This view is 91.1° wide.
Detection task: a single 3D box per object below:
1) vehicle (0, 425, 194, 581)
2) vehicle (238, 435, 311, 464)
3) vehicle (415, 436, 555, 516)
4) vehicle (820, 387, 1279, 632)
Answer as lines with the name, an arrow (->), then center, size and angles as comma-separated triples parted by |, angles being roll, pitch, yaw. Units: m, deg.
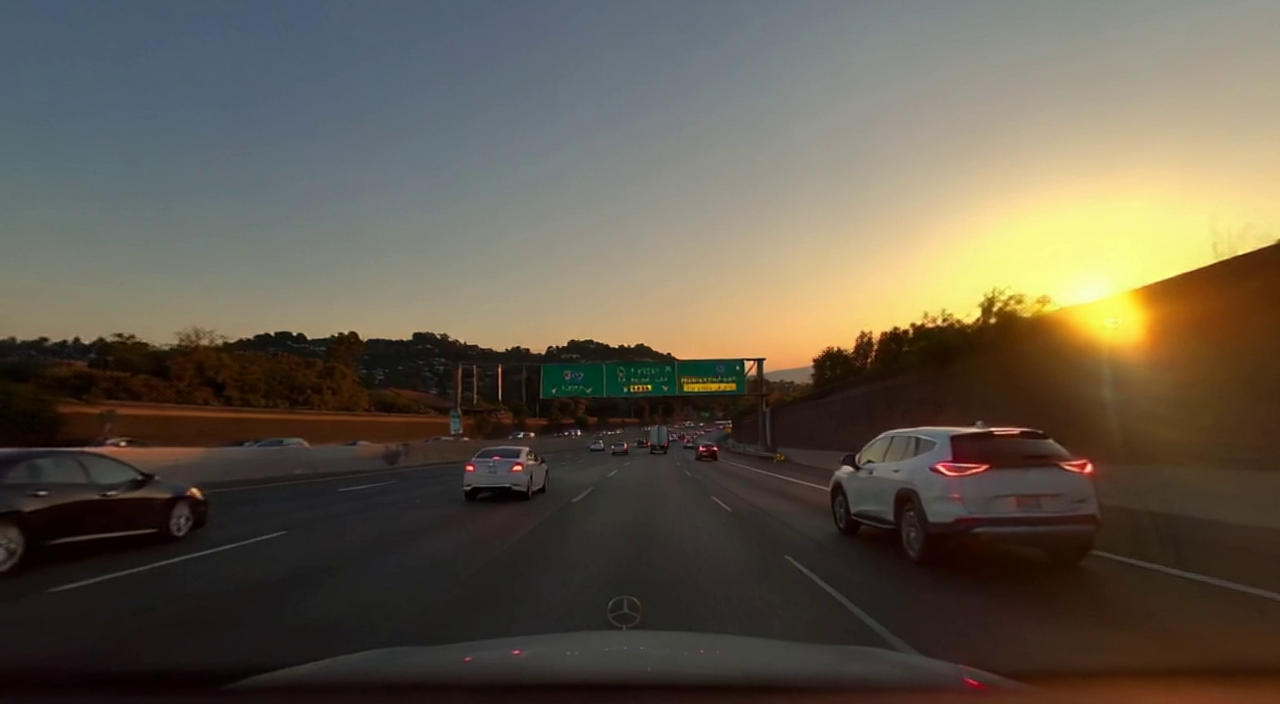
vehicle -> -7.098, 1.511, 6.455 | 1.909, 1.482, 4.140 | 0, -8, 1
vehicle -> -20.453, 5.480, 35.298 | 1.718, 1.525, 3.736 | -1, -8, 3
vehicle -> -3.207, 2.639, 13.928 | 1.947, 1.479, 4.114 | 0, -8, 2
vehicle -> 3.704, 1.446, 6.811 | 2.108, 1.709, 4.703 | 0, -8, 0
